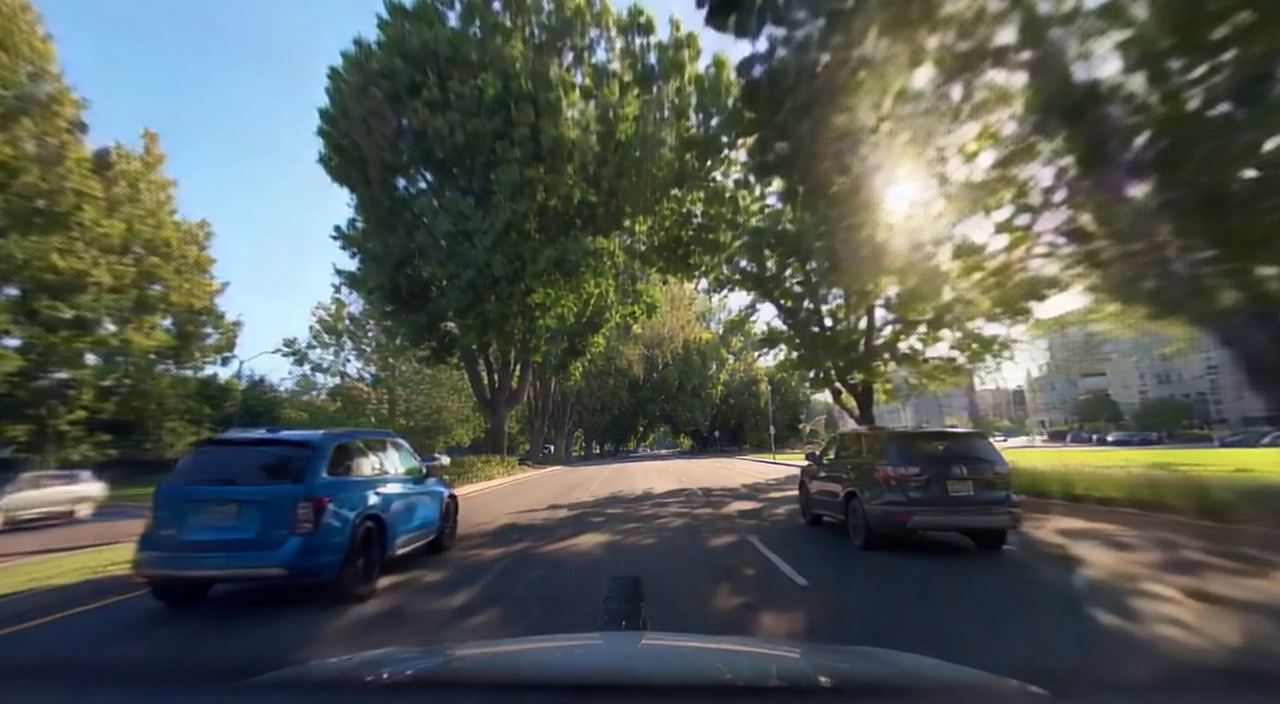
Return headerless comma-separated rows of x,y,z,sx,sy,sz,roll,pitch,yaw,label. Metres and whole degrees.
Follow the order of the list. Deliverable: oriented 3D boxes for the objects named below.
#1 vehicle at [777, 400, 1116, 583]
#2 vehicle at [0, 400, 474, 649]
3.519,1.713,8.658,2.087,1.759,5.040,0,-8,0,vehicle
-3.316,1.451,6.376,2.025,1.635,4.293,0,-8,1,vehicle
